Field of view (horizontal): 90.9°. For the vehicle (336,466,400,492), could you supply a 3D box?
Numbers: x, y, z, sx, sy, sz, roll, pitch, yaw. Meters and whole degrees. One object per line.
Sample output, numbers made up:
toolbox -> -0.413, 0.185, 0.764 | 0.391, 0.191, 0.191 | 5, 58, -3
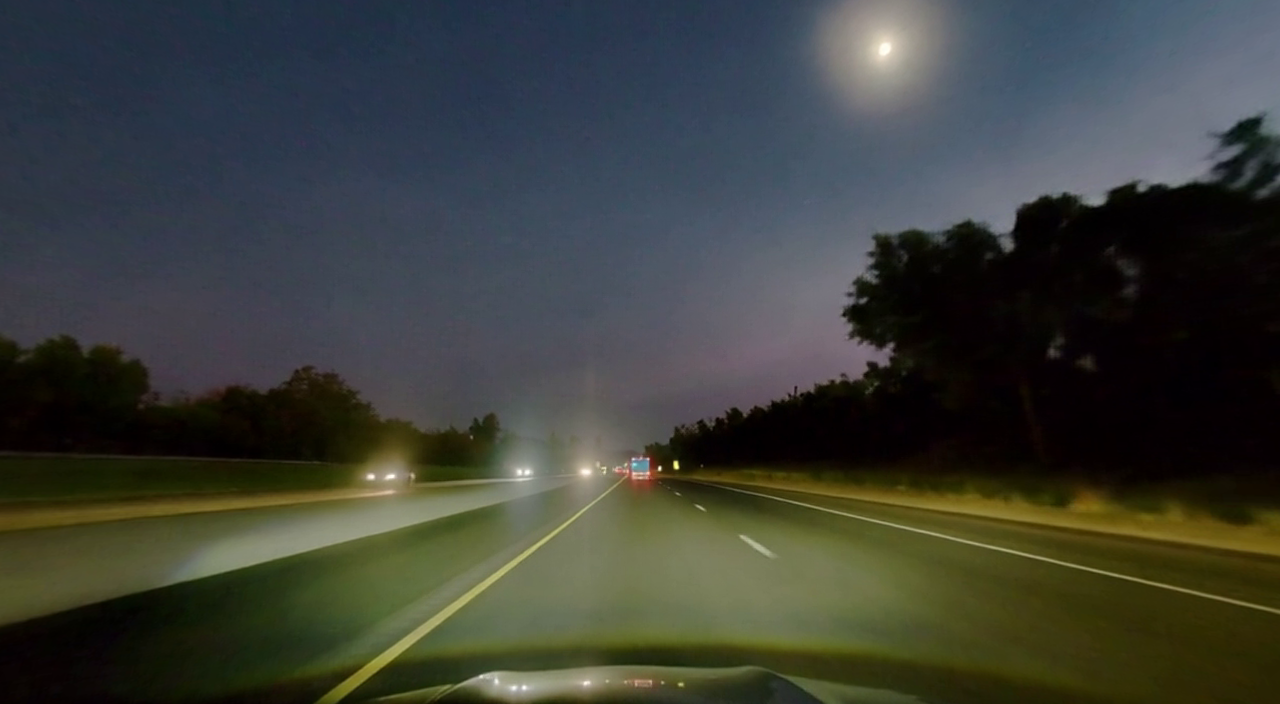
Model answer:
vehicle -> -17.092, 8.000, 39.808 | 1.955, 1.496, 4.555 | 1, -10, 0
